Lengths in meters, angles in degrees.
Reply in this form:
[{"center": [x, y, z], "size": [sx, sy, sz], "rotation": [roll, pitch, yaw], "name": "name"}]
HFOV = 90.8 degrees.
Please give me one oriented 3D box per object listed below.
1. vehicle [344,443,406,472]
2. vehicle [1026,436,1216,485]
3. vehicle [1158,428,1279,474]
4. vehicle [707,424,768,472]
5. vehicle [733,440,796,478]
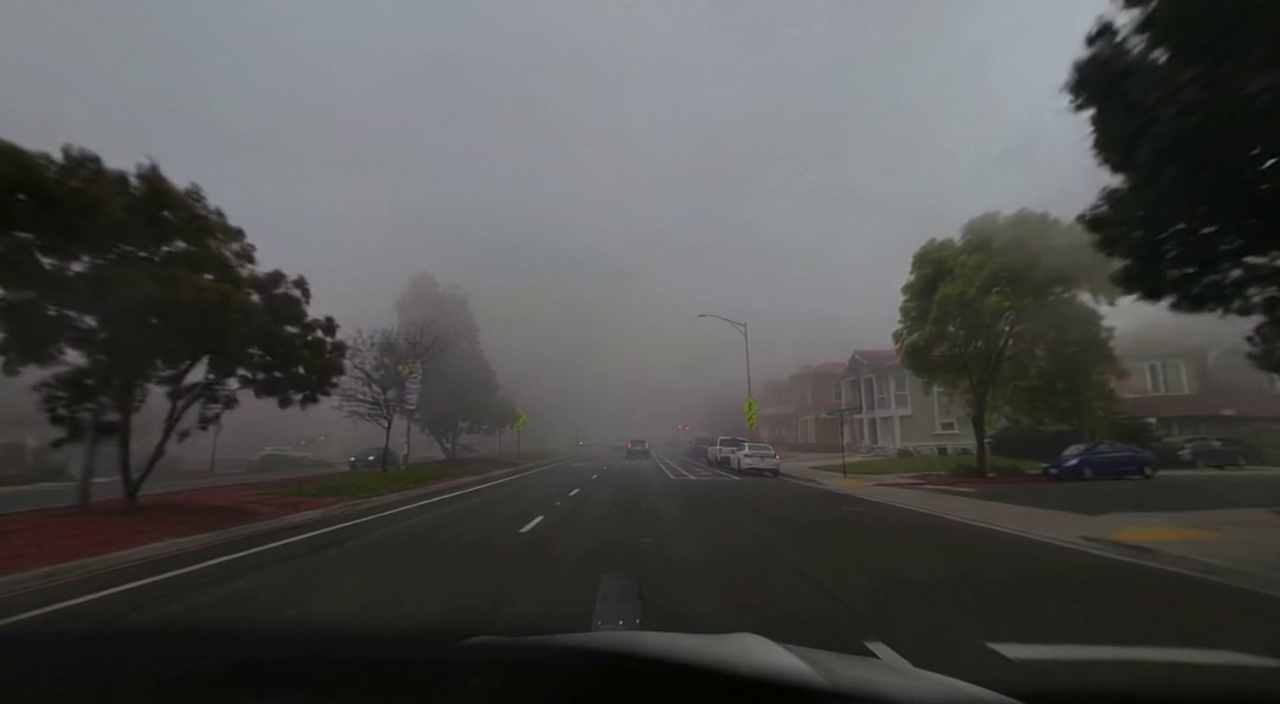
[{"center": [-16.495, 6.559, 39.562], "size": [1.957, 1.705, 4.346], "rotation": [0, -9, 0], "name": "vehicle"}, {"center": [15.641, 3.542, 20.753], "size": [4.565, 1.463, 2.084], "rotation": [0, -9, -2], "name": "vehicle"}, {"center": [23.891, 4.003, 25.623], "size": [1.834, 1.674, 4.458], "rotation": [0, -9, -2], "name": "vehicle"}, {"center": [5.396, 5.444, 35.870], "size": [2.324, 2.468, 6.422], "rotation": [0, -9, -1], "name": "vehicle"}, {"center": [5.679, 4.941, 29.372], "size": [1.940, 1.584, 4.553], "rotation": [0, -9, 0], "name": "vehicle"}]
